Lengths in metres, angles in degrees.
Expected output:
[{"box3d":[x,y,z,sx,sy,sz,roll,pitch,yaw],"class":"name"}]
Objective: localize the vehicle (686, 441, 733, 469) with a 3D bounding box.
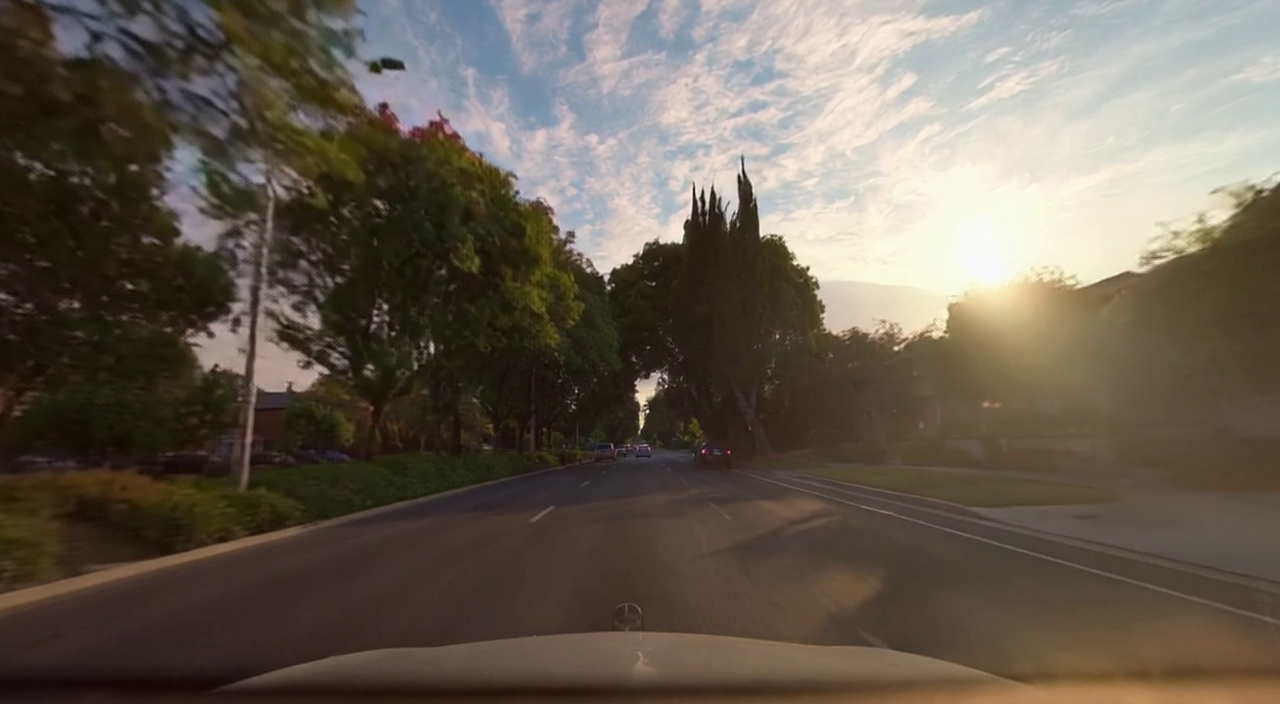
[{"box3d":[4.113,6.206,38.191,2.237,1.578,4.621,0,-8,-1],"class":"vehicle"}]
